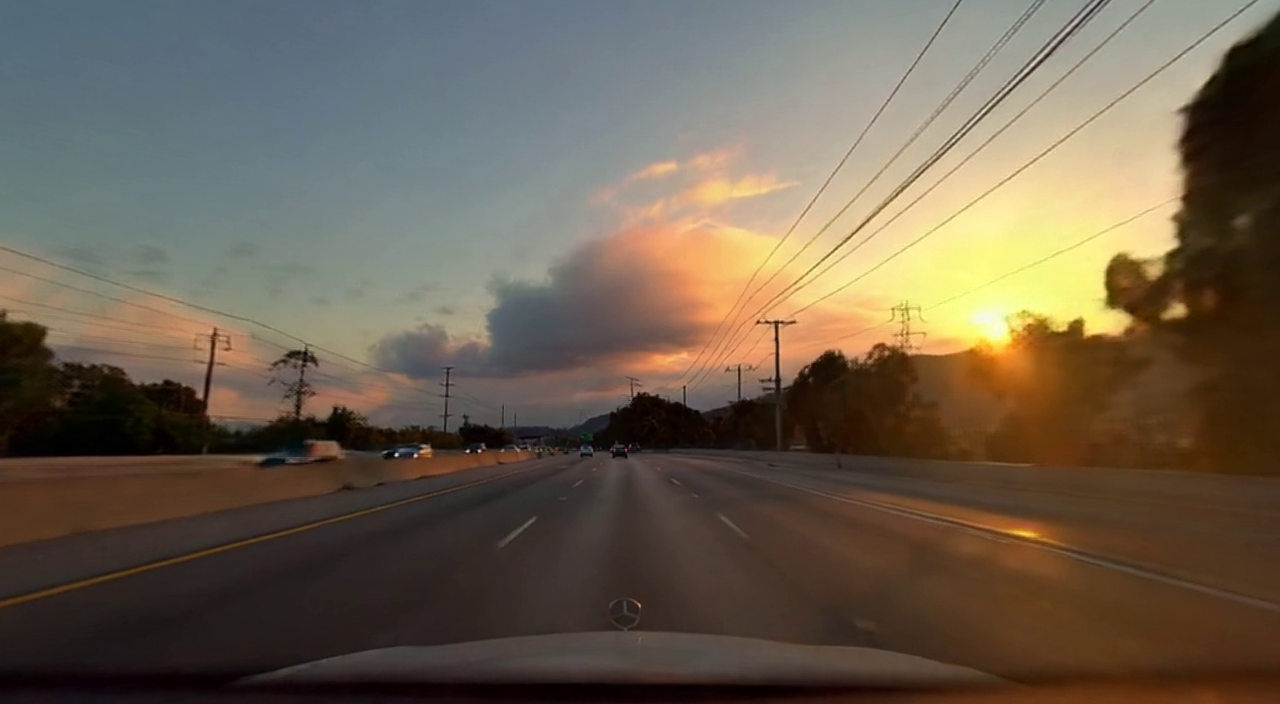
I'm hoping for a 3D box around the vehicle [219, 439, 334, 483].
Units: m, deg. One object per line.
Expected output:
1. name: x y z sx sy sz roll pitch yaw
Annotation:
1. vehicle: -14.263 4.301 25.150 1.961 1.565 4.514 0 -9 -1
